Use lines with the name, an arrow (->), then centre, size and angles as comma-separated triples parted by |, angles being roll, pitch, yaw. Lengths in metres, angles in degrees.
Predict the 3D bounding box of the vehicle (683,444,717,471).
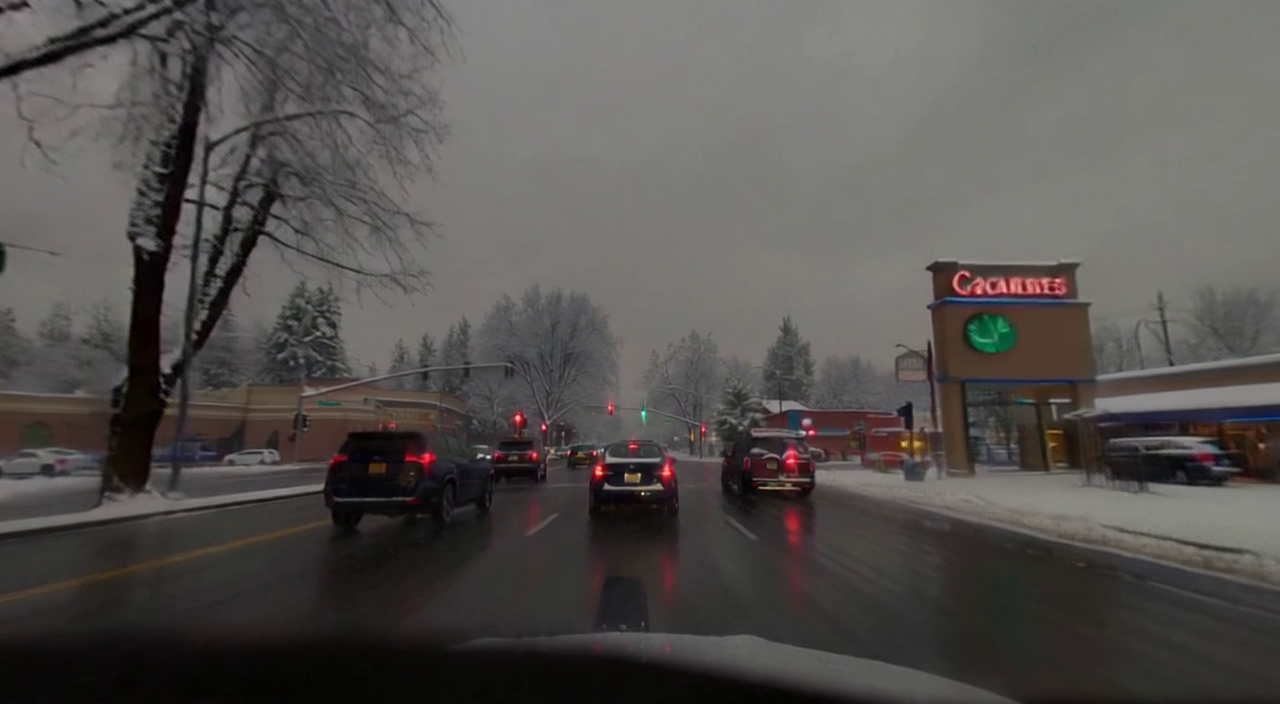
vehicle -> 3.859, 6.805, 40.935 | 1.848, 1.665, 3.747 | 0, -8, 0

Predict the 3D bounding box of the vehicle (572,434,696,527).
vehicle -> -0.111, 2.507, 12.862 | 2.121, 1.563, 4.031 | 0, -8, 0

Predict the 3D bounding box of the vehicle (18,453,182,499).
vehicle -> -19.478, 4.464, 23.082 | 1.888, 1.435, 4.574 | 0, -8, 1

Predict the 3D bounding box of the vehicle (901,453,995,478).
vehicle -> 19.187, 7.103, 39.424 | 4.795, 1.457, 1.986 | 0, -9, 4

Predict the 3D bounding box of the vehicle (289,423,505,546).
vehicle -> -3.814, 2.133, 10.815 | 1.983, 1.685, 3.997 | 0, -8, 2

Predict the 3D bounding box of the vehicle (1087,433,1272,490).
vehicle -> 17.802, 3.591, 21.043 | 1.907, 1.669, 4.147 | 5, -10, -29

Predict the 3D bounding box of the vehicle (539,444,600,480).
vehicle -> -3.043, 4.846, 28.116 | 2.126, 1.490, 4.265 | 0, -8, 1

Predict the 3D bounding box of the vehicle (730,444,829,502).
vehicle -> 3.934, 3.449, 18.501 | 1.979, 1.485, 4.207 | 0, -8, 1
